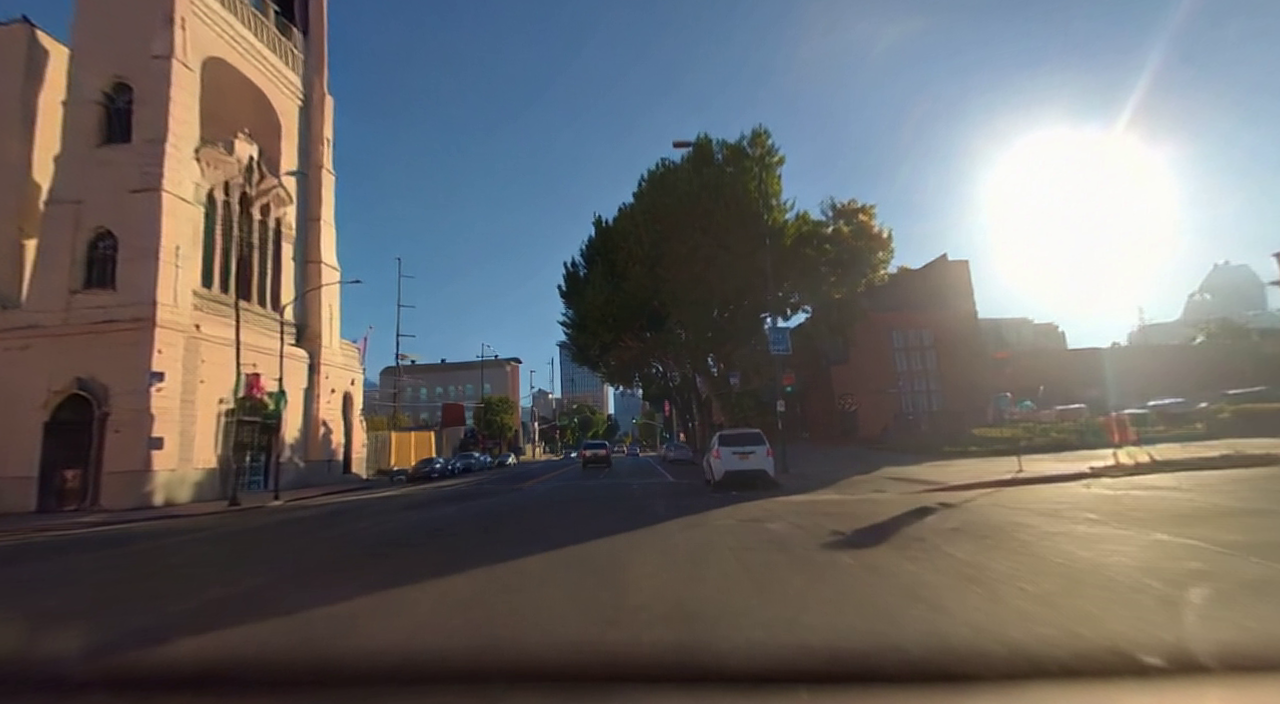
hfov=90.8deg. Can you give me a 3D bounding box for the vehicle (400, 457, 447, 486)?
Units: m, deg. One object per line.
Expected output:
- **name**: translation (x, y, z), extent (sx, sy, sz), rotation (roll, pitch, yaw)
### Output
- **vehicle**: translation (-15.440, 8.541, 45.352), extent (1.978, 1.819, 4.477), rotation (0, -8, -3)

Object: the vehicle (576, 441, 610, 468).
- **vehicle**: translation (-3.521, 7.831, 48.426), extent (2.293, 1.936, 4.737), rotation (0, -8, 0)

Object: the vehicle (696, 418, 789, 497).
- **vehicle**: translation (2.878, 3.116, 18.964), extent (2.074, 2.041, 5.045), rotation (0, -8, 2)
